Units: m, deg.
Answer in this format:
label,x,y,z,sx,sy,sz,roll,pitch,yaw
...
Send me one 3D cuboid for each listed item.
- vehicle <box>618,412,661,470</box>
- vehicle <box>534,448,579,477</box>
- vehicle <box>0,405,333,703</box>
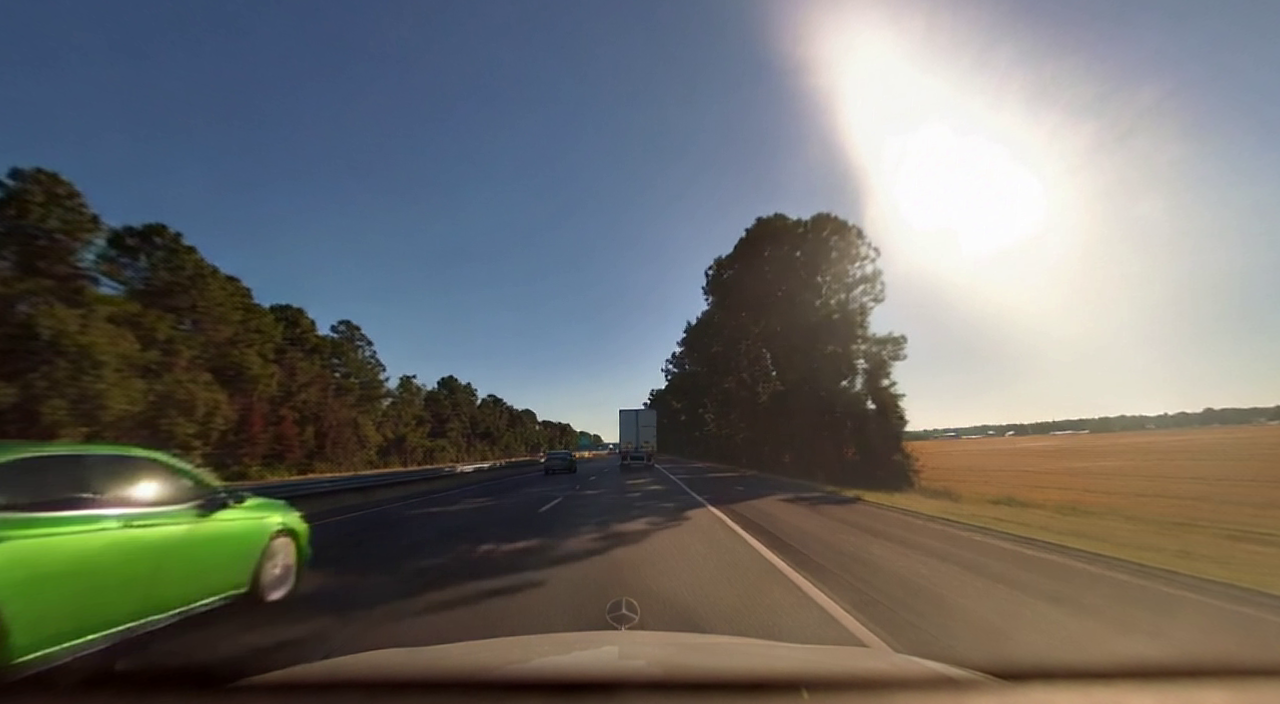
label,x,y,z,sx,sy,sz,roll,pitch,yaw
vehicle,-0.071,7.120,49.874,2.995,4.028,10.508,0,-9,0
vehicle,-4.469,5.992,34.416,1.937,1.493,3.779,0,-9,0
vehicle,-4.007,1.101,3.538,2.031,1.496,4.971,0,-9,0
